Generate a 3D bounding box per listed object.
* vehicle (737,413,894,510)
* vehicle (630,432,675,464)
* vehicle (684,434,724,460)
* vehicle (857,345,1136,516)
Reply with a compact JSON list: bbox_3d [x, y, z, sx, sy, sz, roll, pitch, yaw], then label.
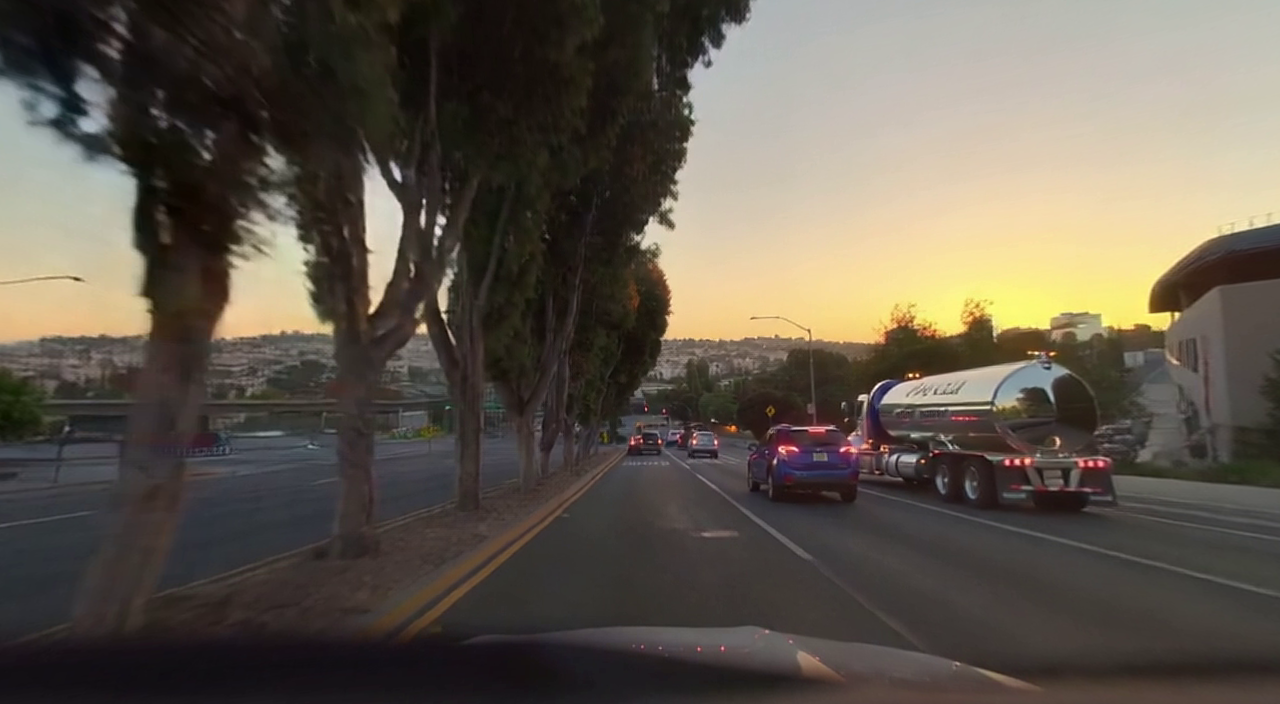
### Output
[{"bbox_3d":[3.517,2.305,13.666,2.045,1.729,4.532,0,-8,-1],"label":"vehicle"},{"bbox_3d":[0.607,4.901,32.295,2.148,1.488,4.002,0,-8,0],"label":"vehicle"},{"bbox_3d":[3.843,5.818,38.530,1.917,1.475,4.081,0,-8,-1],"label":"vehicle"},{"bbox_3d":[7.806,1.920,15.092,2.849,3.207,6.275,0,-8,-1],"label":"vehicle"}]
